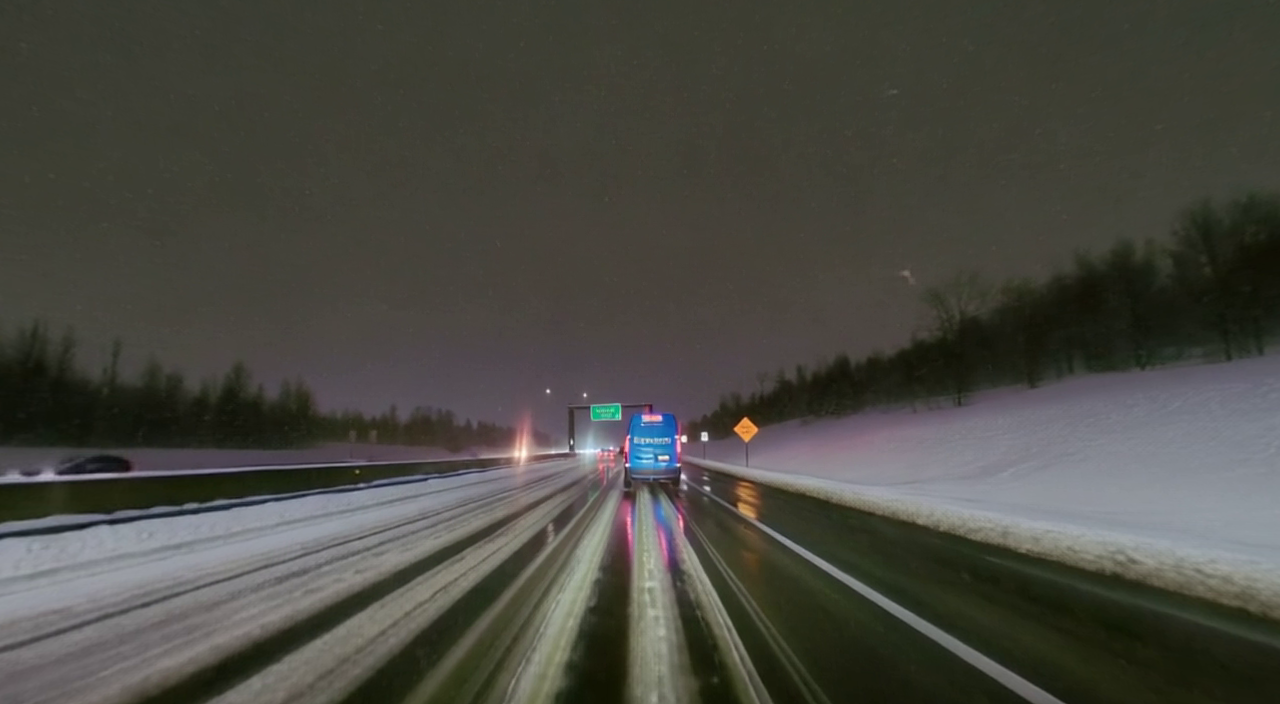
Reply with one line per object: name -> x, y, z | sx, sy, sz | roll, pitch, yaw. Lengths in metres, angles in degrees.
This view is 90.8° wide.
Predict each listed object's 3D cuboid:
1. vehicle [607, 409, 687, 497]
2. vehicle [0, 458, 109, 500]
vehicle -> 0.118, 3.371, 21.206 | 2.332, 2.558, 5.314 | 0, -9, -2
vehicle -> -23.771, 4.982, 25.087 | 1.864, 1.470, 3.888 | 0, -9, -1
